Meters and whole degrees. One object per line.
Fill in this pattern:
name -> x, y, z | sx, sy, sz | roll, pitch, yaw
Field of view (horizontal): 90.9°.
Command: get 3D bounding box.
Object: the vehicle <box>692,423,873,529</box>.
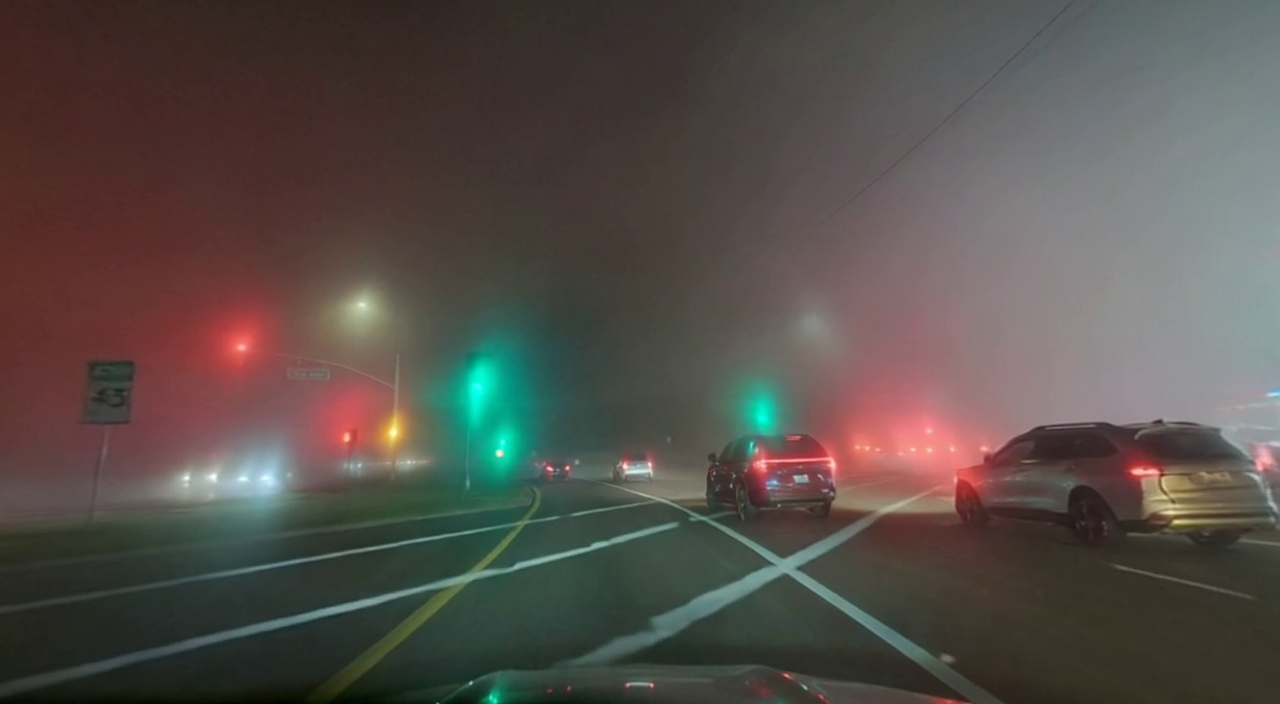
vehicle -> 2.646, 2.467, 13.188 | 2.184, 1.777, 4.712 | 1, -9, -7

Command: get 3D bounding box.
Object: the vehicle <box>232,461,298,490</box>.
vehicle -> -23.497, 7.696, 39.667 | 1.871, 1.581, 4.635 | 1, -9, -9

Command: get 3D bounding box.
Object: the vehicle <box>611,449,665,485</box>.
vehicle -> -0.202, 5.709, 31.667 | 2.012, 1.612, 4.114 | 2, -9, -10

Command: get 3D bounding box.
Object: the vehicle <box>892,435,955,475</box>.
vehicle -> 14.283, 5.121, 31.622 | 2.228, 1.798, 4.864 | -5, -10, 30

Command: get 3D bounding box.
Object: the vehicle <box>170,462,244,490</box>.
vehicle -> -27.676, 7.926, 40.467 | 2.009, 1.525, 4.346 | 1, -9, -7

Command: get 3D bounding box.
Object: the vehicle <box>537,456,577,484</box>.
vehicle -> -5.060, 7.057, 37.999 | 2.107, 1.527, 4.174 | 2, -9, -12

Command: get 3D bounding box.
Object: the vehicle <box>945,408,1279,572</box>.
vehicle -> 6.217, 1.687, 8.458 | 1.881, 1.604, 4.289 | 1, -8, -4
